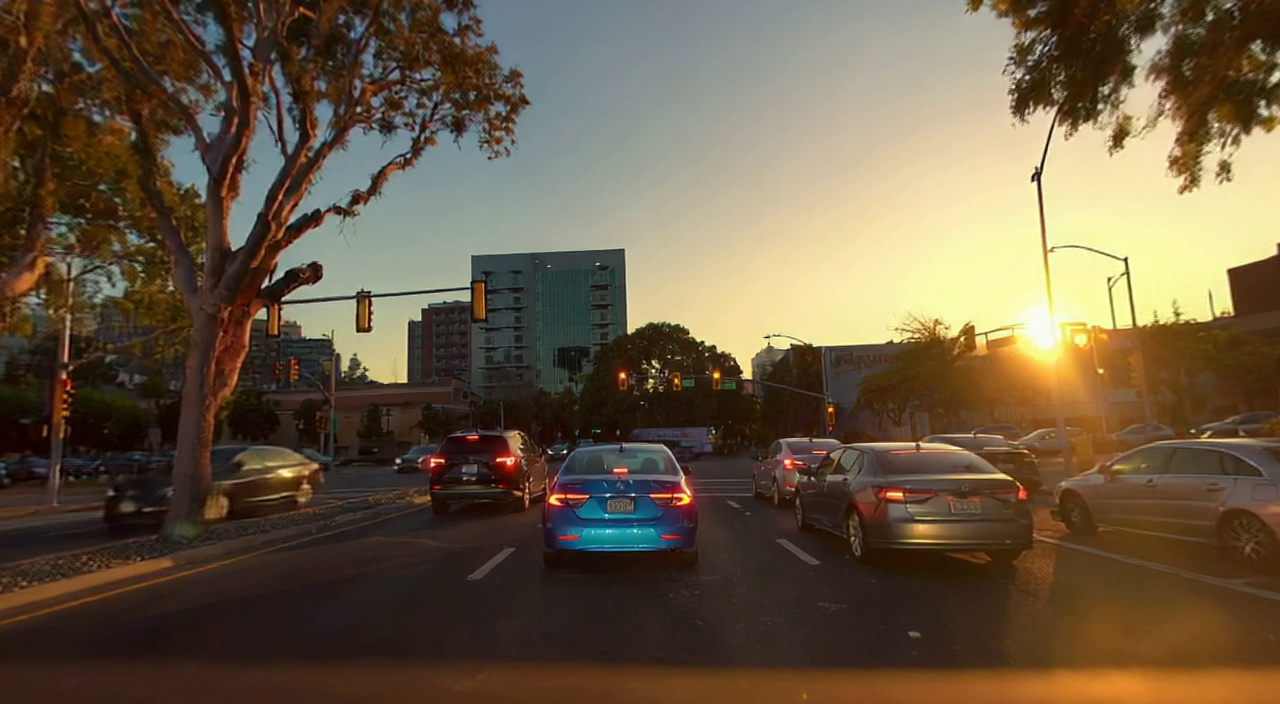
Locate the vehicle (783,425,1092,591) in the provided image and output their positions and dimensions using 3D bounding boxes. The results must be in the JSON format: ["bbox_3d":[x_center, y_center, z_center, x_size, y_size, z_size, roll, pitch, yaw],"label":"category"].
[{"bbox_3d":[3.235,1.756,7.998,2.020,1.513,4.120,0,-8,2],"label":"vehicle"}]

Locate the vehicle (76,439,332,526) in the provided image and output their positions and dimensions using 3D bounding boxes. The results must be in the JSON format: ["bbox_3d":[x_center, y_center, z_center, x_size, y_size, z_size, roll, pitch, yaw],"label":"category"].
[{"bbox_3d":[-8.688,2.607,13.295,1.966,1.469,4.714,0,-9,1],"label":"vehicle"}]

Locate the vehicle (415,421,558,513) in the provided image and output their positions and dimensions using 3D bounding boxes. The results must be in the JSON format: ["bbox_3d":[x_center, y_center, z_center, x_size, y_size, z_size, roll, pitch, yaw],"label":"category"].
[{"bbox_3d":[-3.440,2.706,15.381,2.160,1.823,5.115,0,-8,1],"label":"vehicle"}]

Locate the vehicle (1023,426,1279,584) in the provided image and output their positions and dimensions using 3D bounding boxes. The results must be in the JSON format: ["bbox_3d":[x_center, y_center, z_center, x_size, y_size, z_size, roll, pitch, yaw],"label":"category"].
[{"bbox_3d":[7.198,1.732,7.818,2.004,1.508,4.646,0,-8,0],"label":"vehicle"}]

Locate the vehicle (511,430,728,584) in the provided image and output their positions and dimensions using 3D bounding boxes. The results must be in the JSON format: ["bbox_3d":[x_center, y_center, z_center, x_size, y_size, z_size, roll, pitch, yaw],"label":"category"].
[{"bbox_3d":[-0.178,1.800,8.158,2.098,1.477,3.897,0,-8,1],"label":"vehicle"}]
